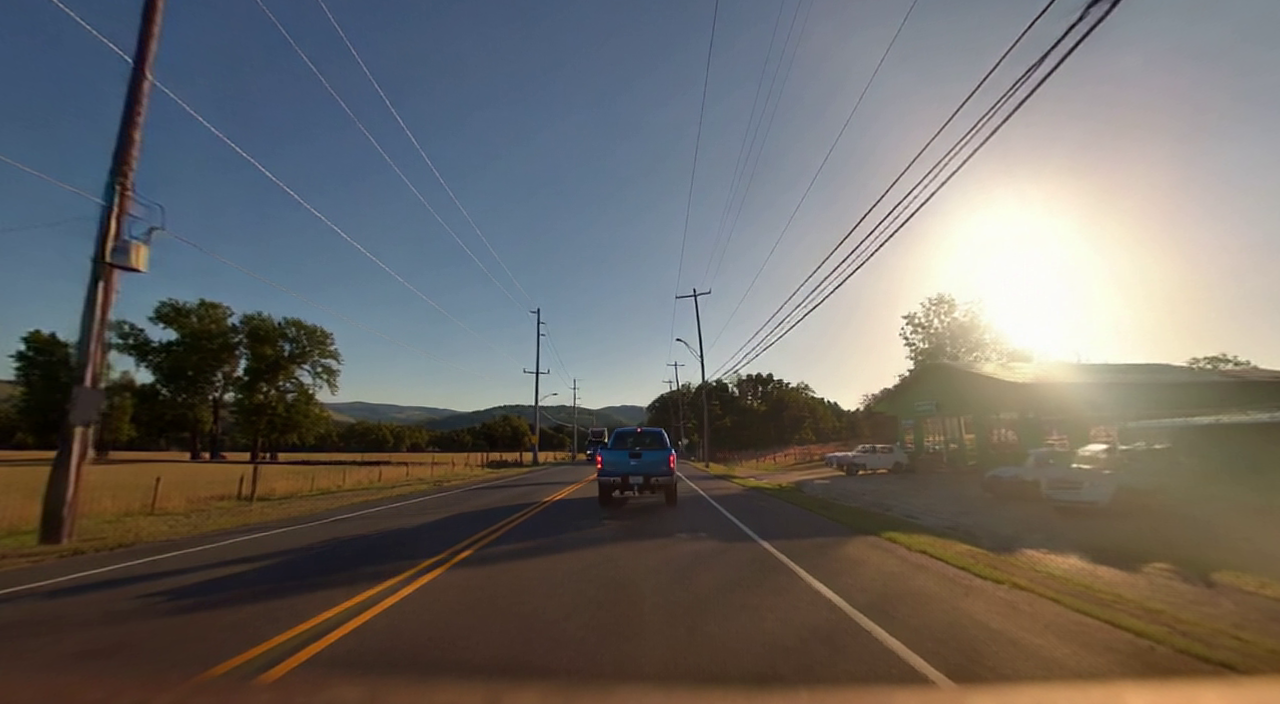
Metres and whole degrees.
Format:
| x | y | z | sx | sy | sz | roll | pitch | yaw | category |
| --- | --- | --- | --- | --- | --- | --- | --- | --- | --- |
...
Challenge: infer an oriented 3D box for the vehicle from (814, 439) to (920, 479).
| x | y | z | sx | sy | sz | roll | pitch | yaw | category |
| --- | --- | --- | --- | --- | --- | --- | --- | --- | --- |
| 11.098 | 5.164 | 30.761 | 5.304 | 1.754 | 2.340 | 6 | -11 | -38 | vehicle |

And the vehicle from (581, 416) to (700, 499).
| x | y | z | sx | sy | sz | roll | pitch | yaw | category |
| --- | --- | --- | --- | --- | --- | --- | --- | --- | --- |
| 0.056 | 3.145 | 19.326 | 2.921 | 2.031 | 7.416 | 0 | -8 | 1 | vehicle |

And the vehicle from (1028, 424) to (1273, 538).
| x | y | z | sx | sy | sz | roll | pitch | yaw | category |
| --- | --- | --- | --- | --- | --- | --- | --- | --- | --- |
| 11.262 | 2.646 | 13.809 | 5.776 | 1.936 | 2.535 | 6 | -8 | -34 | vehicle |
